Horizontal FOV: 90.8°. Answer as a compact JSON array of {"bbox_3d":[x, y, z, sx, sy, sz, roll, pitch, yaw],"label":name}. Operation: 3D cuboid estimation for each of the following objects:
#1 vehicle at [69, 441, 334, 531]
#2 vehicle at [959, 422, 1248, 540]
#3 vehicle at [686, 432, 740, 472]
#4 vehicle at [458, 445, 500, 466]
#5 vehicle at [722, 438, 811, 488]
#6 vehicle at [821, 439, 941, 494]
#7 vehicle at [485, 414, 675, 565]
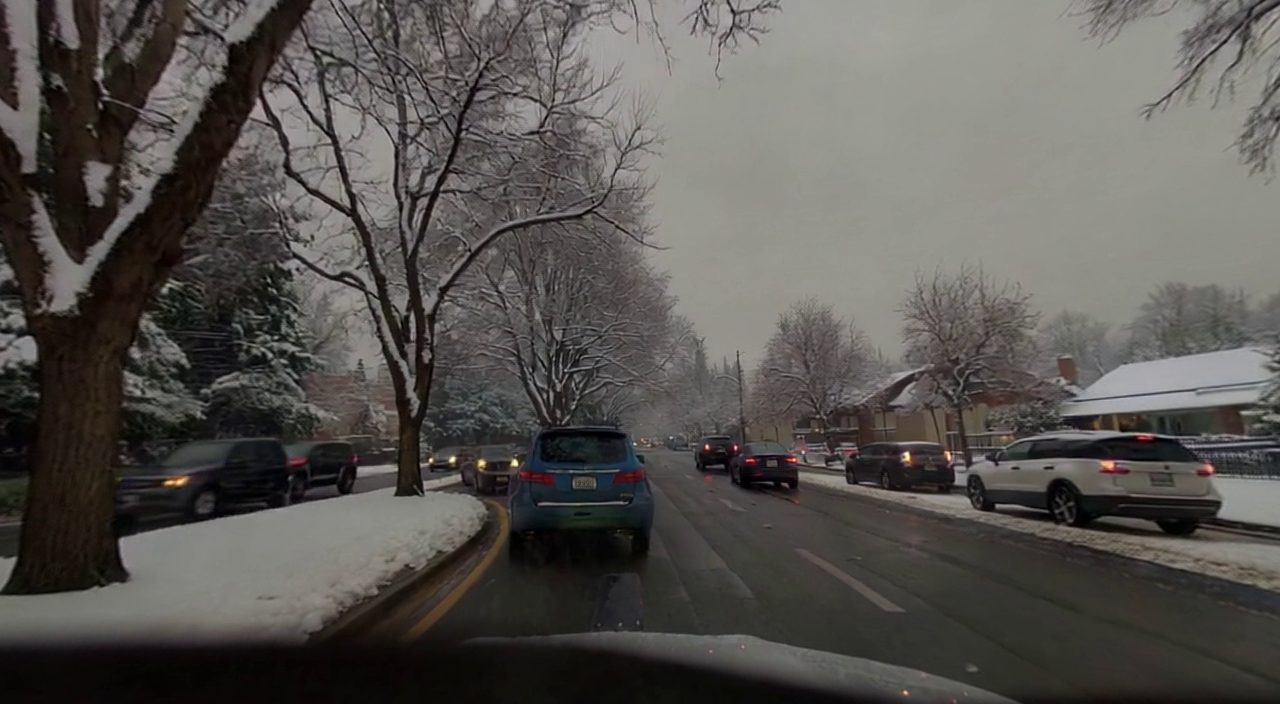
[{"bbox_3d":[-8.371,2.558,12.751,2.039,1.466,4.553,0,-8,1],"label":"vehicle"},{"bbox_3d":[7.912,2.213,11.508,2.168,1.709,4.289,-1,-8,4],"label":"vehicle"},{"bbox_3d":[3.600,5.024,31.997,2.114,1.846,4.659,0,-8,-1],"label":"vehicle"},{"bbox_3d":[-12.134,7.816,47.861,1.981,1.463,4.395,0,-8,1],"label":"vehicle"},{"bbox_3d":[4.094,3.669,21.281,2.175,1.477,4.520,0,-8,2],"label":"vehicle"},{"bbox_3d":[7.255,3.478,19.552,1.977,1.485,4.308,0,-8,0],"label":"vehicle"},{"bbox_3d":[-0.821,1.805,8.988,2.106,1.655,3.717,1,-8,-5],"label":"vehicle"}]
